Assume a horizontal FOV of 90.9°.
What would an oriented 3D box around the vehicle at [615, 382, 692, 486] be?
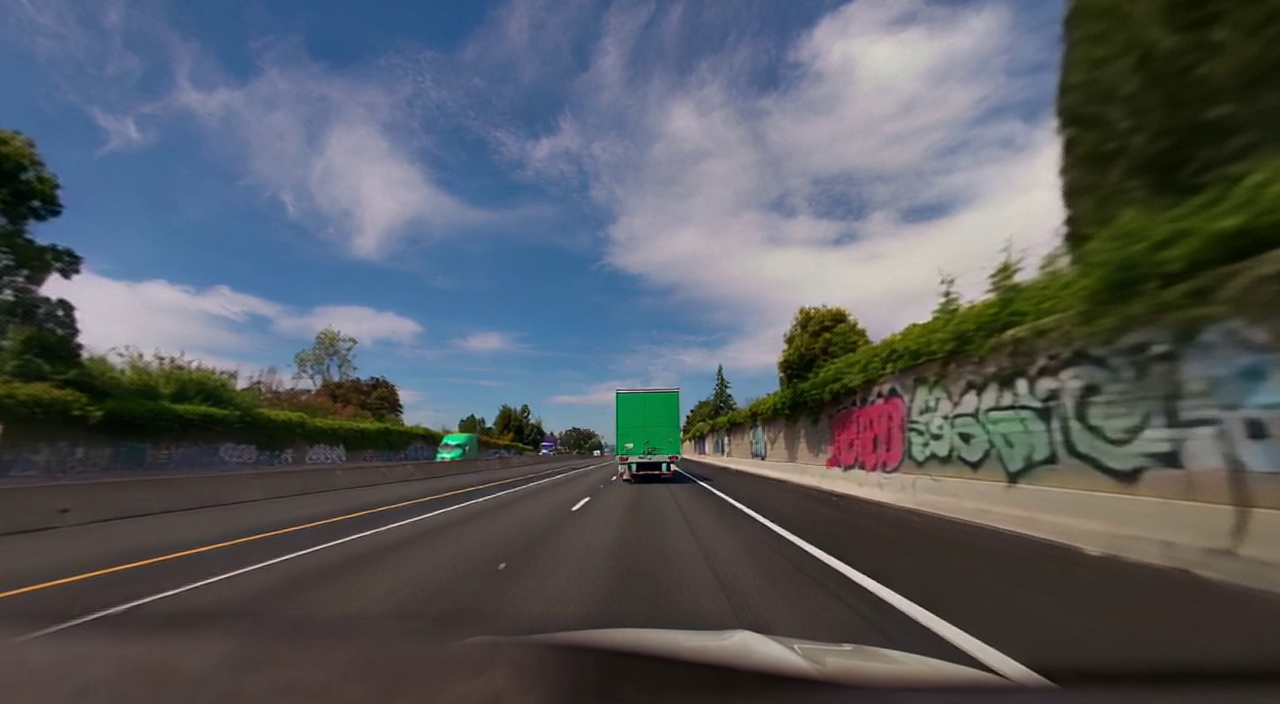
[{"bbox_3d":[0.414,3.897,29.033,2.900,3.955,10.151,0,-9,-1],"label":"vehicle"}]
